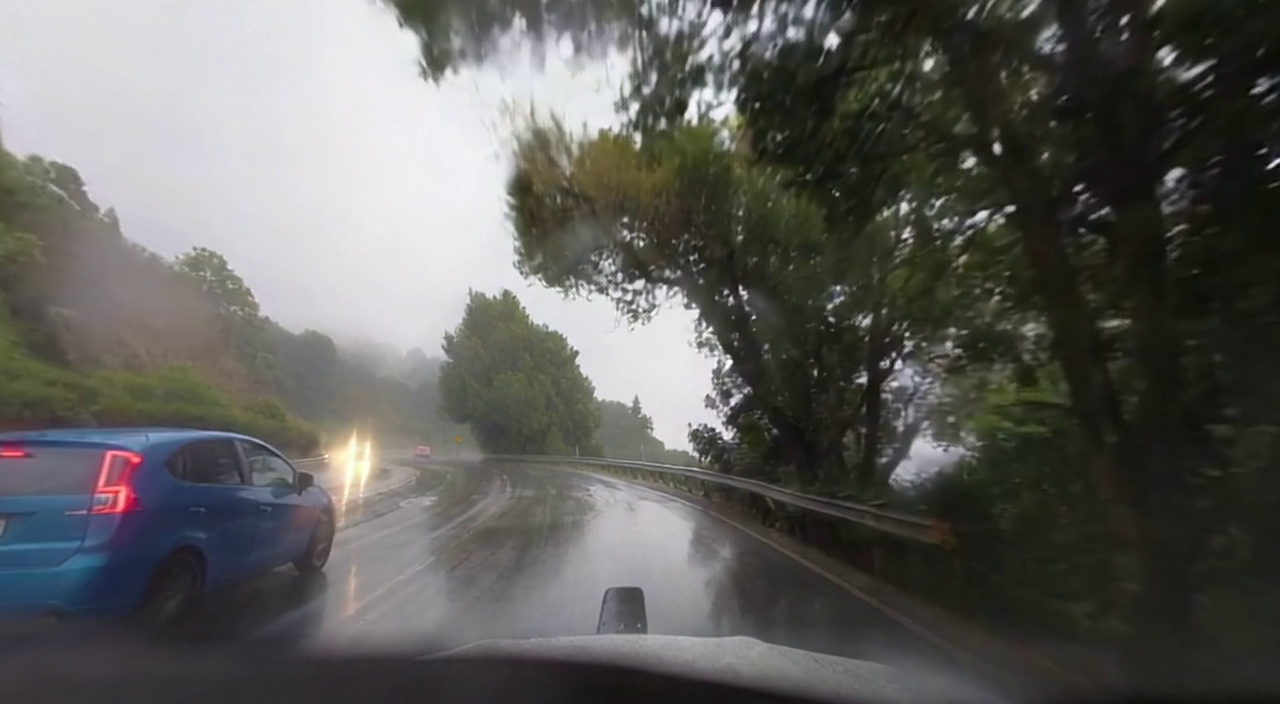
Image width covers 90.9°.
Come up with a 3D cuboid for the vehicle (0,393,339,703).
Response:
[{"bbox_3d":[-4.423,1.324,5.261,2.078,1.607,3.959,1,-9,-4],"label":"vehicle"}]
